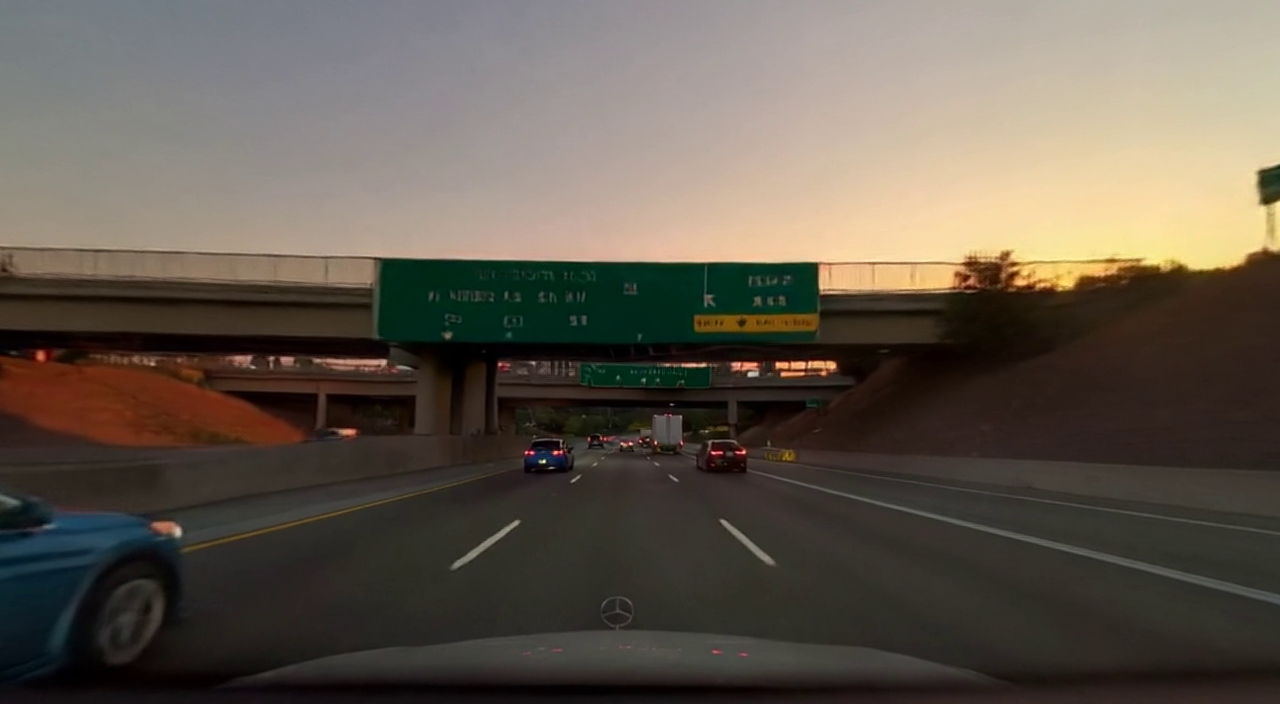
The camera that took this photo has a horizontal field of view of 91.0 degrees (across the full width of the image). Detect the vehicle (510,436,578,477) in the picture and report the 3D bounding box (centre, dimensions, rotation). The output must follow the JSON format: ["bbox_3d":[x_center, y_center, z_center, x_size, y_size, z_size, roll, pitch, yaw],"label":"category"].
[{"bbox_3d":[-3.748,4.172,25.444,2.064,1.479,4.370,0,-8,0],"label":"vehicle"}]

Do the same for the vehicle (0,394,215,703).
[{"bbox_3d":[-3.567,0.760,1.375,2.122,1.486,4.532,0,-8,0],"label":"vehicle"}]

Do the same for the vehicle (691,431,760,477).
[{"bbox_3d":[3.219,3.947,24.582,2.001,1.625,4.088,0,-8,-2],"label":"vehicle"}]

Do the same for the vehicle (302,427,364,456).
[{"bbox_3d":[-20.239,5.917,41.698,2.027,1.792,4.238,0,-8,-1],"label":"vehicle"}]
